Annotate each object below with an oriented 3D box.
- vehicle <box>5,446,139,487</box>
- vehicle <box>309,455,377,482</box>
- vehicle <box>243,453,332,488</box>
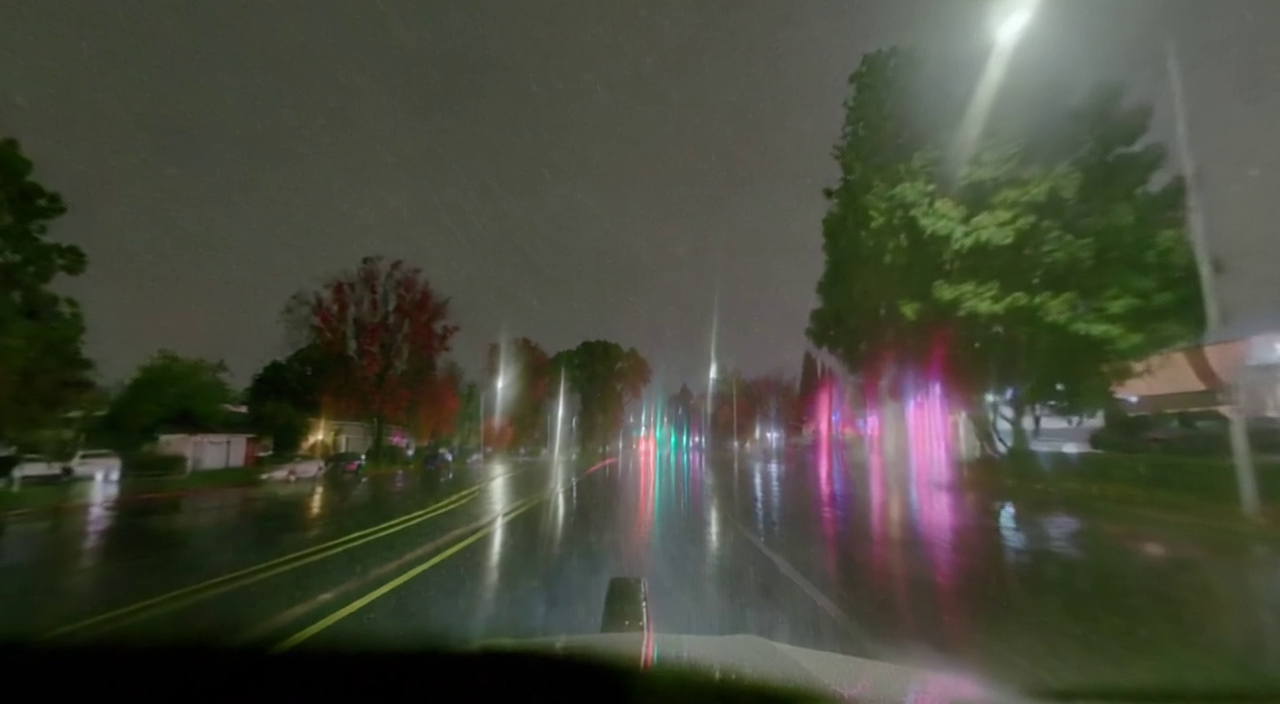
[{"bbox_3d":[-26.764,5.378,29.834,4.261,1.781,1.985,0,-8,-4],"label":"vehicle"},{"bbox_3d":[-18.631,7.281,39.772,1.861,1.499,4.535,-1,-8,3],"label":"vehicle"},{"bbox_3d":[-18.923,6.347,34.124,1.959,1.682,4.628,-1,-8,2],"label":"vehicle"}]
